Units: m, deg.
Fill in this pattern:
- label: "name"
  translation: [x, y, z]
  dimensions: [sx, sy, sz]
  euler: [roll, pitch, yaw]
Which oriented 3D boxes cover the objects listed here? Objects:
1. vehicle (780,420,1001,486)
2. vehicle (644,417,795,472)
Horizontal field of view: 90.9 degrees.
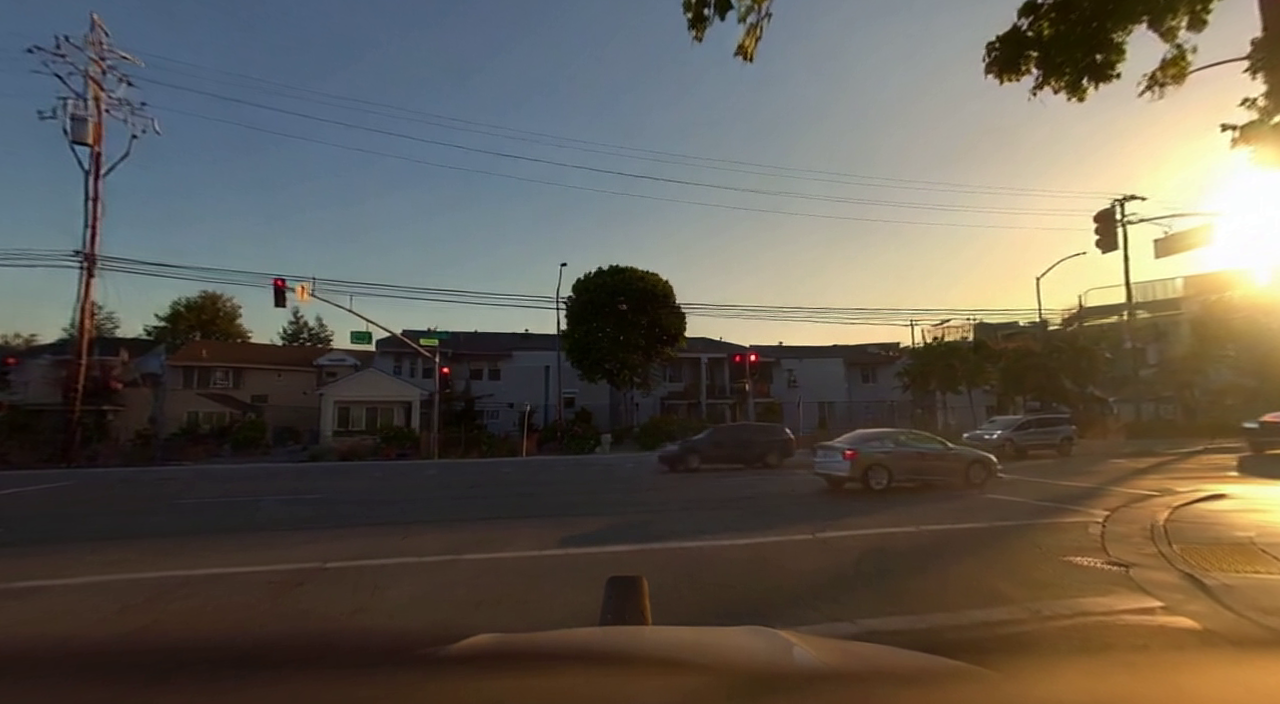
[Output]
- label: "vehicle"
  translation: [6.082, 2.456, 15.493]
  dimensions: [4.757, 1.442, 1.858]
  euler: [2, -9, -13]
- label: "vehicle"
  translation: [2.812, 3.319, 22.661]
  dimensions: [4.966, 1.806, 2.007]
  euler: [2, -9, -15]
